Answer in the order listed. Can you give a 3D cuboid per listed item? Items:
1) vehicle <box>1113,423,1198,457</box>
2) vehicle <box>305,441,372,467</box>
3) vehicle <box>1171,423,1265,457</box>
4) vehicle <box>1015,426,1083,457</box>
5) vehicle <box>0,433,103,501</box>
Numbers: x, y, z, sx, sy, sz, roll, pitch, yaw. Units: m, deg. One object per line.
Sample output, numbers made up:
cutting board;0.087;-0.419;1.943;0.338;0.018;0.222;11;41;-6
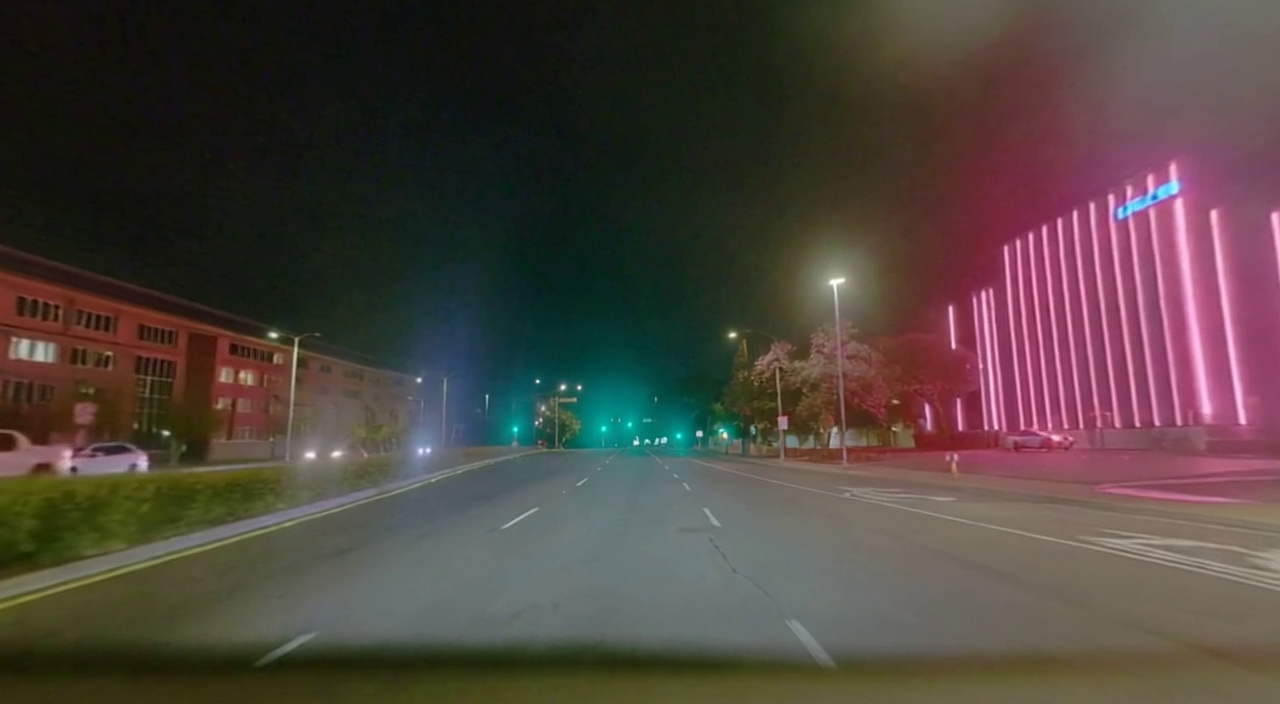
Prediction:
vehicle;28.325;4.843;34.802;1.887;1.701;4.090;-3;-8;13
vehicle;-18.711;6.318;39.325;1.974;1.501;4.235;-1;-8;2
vehicle;30.872;4.700;33.824;1.900;1.688;3.880;-3;-8;12
vehicle;23.295;5.129;36.058;1.815;1.618;4.383;-2;-9;13
vehicle;-18.297;3.119;17.117;2.204;1.821;5.864;0;-8;0
